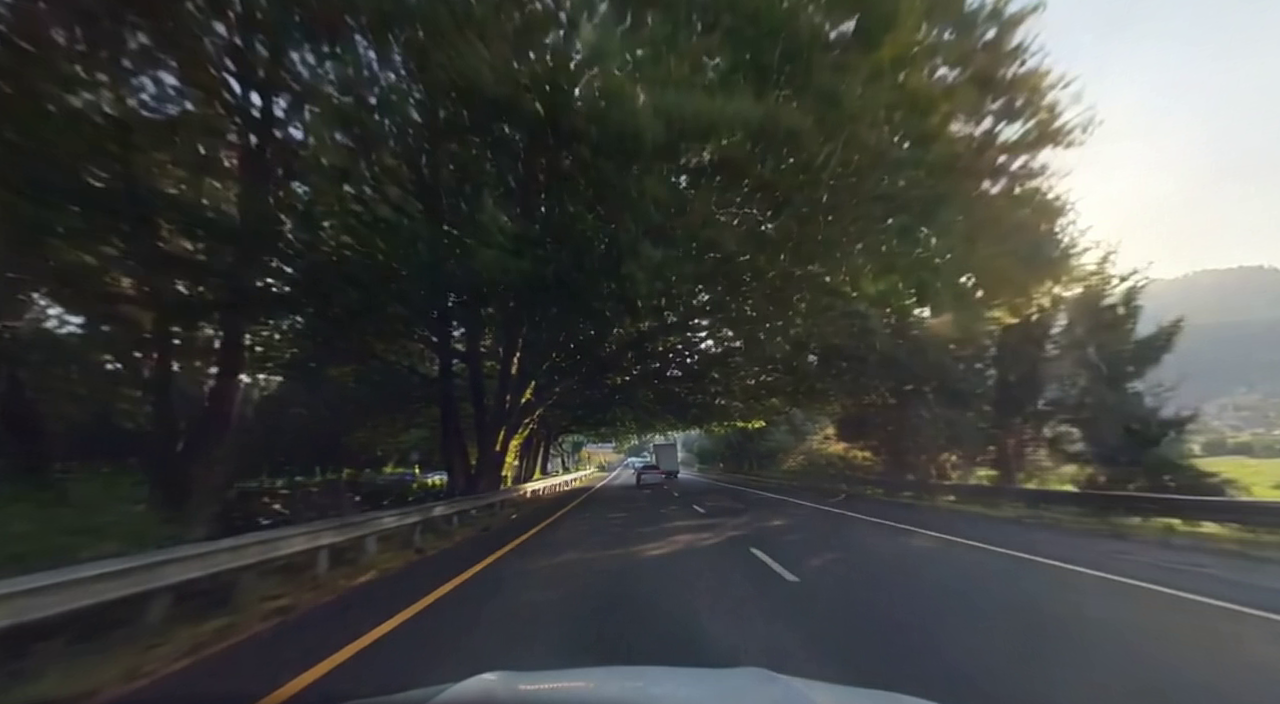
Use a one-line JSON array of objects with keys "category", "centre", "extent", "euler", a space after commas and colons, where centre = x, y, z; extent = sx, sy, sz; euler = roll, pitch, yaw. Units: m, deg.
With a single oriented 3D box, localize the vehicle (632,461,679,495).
[{"category": "vehicle", "centre": [0.679, 6.007, 30.204], "extent": [1.976, 1.467, 3.783], "euler": [1, -10, -2]}]
